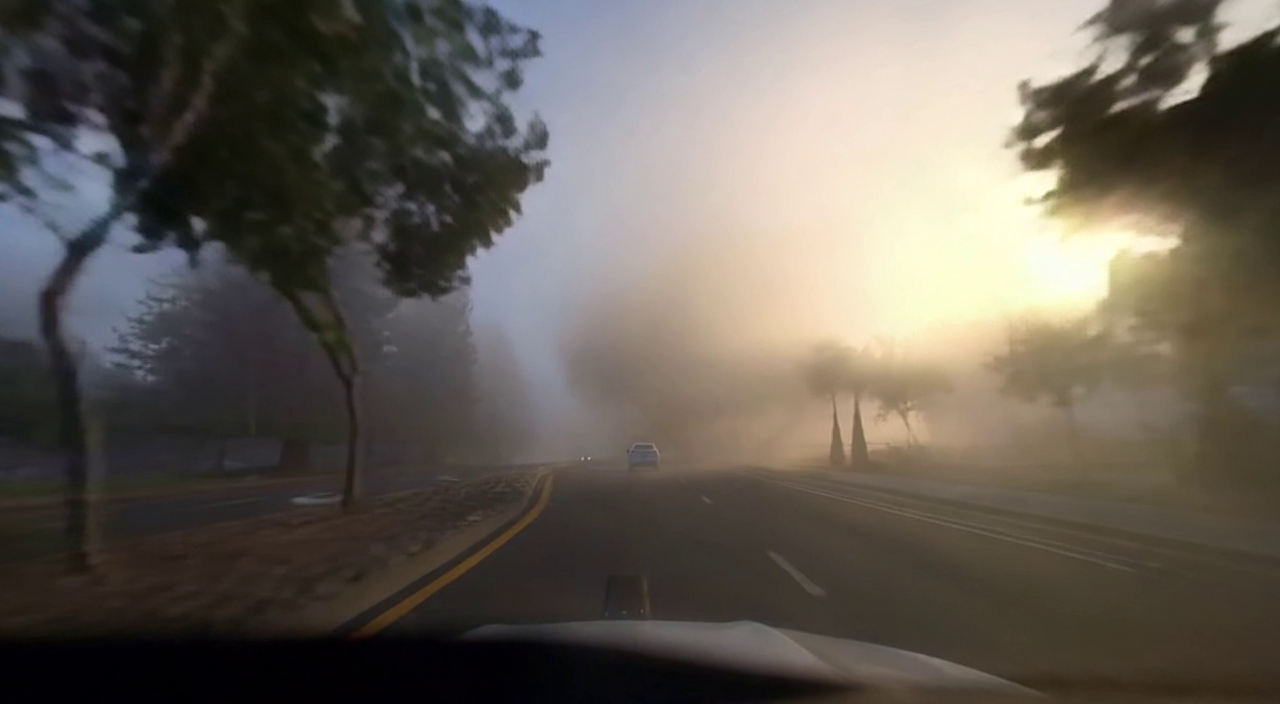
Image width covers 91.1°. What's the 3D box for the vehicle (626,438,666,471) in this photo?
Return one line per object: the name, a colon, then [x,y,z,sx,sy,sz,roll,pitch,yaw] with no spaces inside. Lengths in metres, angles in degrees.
vehicle: [0.285,6.005,36.952,2.165,1.783,4.391,0,-9,-2]
